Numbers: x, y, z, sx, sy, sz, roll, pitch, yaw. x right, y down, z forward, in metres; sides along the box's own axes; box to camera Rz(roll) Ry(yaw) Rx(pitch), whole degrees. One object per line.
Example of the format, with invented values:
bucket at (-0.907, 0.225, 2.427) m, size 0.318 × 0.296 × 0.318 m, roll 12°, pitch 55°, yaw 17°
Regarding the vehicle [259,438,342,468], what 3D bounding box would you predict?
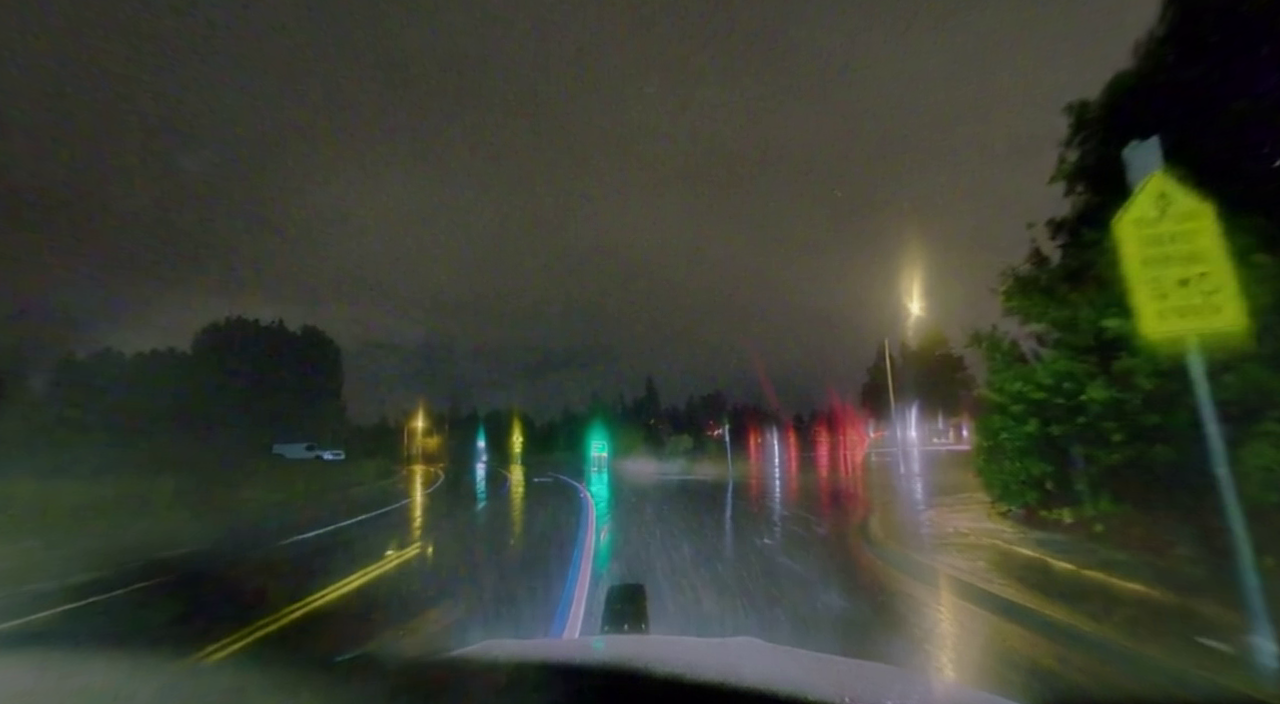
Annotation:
vehicle at (-24.016, 7.128, 44.647) m, size 4.699 × 1.996 × 2.116 m, roll -1°, pitch -9°, yaw 9°
